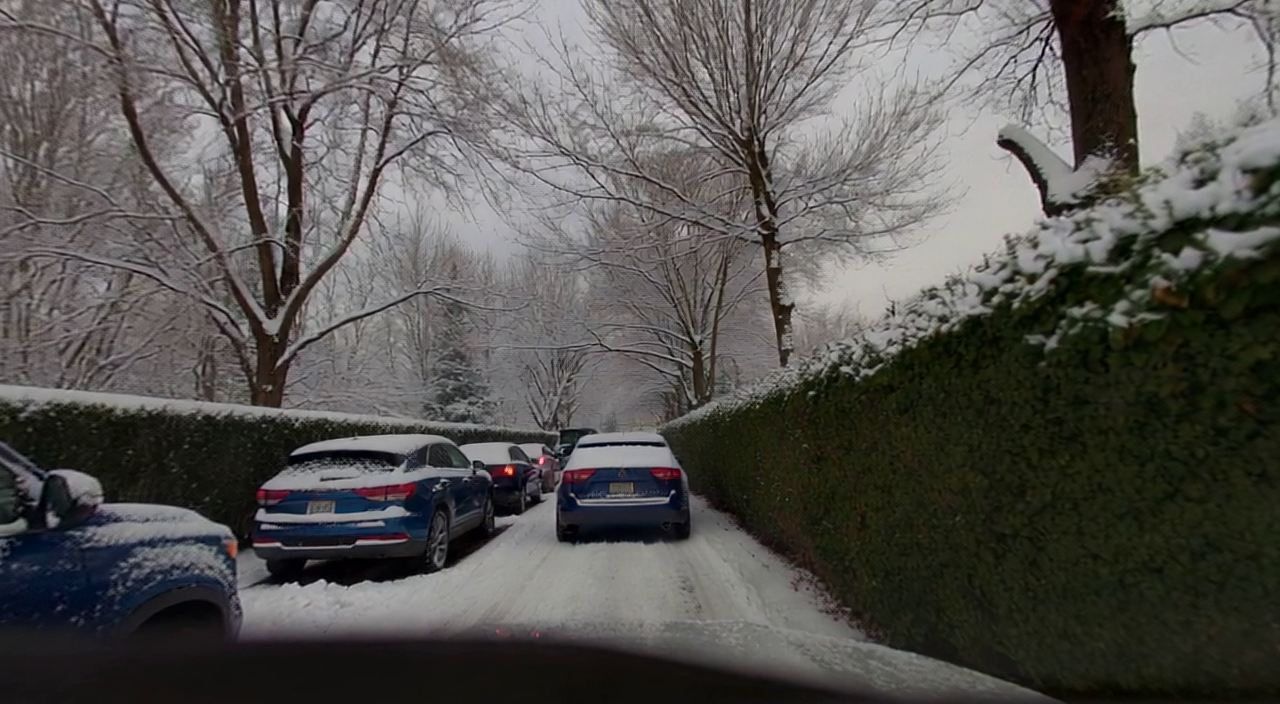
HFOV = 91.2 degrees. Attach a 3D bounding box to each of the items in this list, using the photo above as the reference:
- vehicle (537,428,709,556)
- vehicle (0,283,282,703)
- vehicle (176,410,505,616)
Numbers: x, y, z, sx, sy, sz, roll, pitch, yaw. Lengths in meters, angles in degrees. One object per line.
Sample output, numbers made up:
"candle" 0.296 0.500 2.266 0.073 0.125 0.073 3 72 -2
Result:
"vehicle" -0.252 2.084 9.963 2.154 1.581 4.007 0 -9 -1
"vehicle" -3.285 0.674 1.212 2.205 1.913 5.327 -5 -8 -2
"vehicle" -3.411 1.870 8.291 2.256 1.728 4.421 -6 -8 -2
